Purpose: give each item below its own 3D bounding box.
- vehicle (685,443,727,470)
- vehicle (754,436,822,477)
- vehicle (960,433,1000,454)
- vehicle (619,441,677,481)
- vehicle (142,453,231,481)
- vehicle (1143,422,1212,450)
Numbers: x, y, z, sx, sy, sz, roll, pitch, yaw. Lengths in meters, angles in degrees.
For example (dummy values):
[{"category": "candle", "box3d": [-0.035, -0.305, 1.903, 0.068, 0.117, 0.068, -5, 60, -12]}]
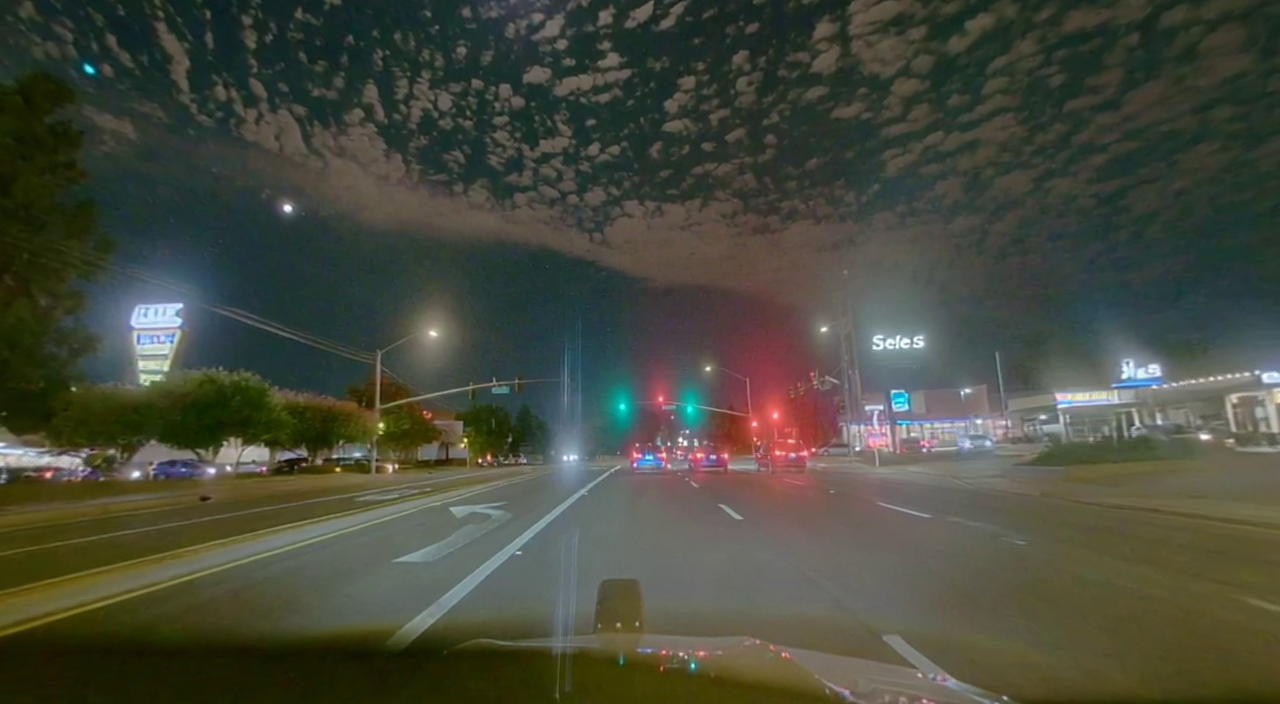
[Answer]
[{"category": "vehicle", "box3d": [3.769, 6.053, 36.890, 1.889, 1.473, 4.643, 0, -9, -1]}, {"category": "vehicle", "box3d": [6.652, 4.746, 28.928, 2.009, 1.700, 4.275, 0, -9, -1]}, {"category": "vehicle", "box3d": [26.125, 7.013, 48.425, 2.222, 1.538, 4.817, -6, -10, 32]}, {"category": "vehicle", "box3d": [0.295, 4.356, 25.511, 2.135, 1.468, 4.076, 0, -8, 0]}, {"category": "vehicle", "box3d": [-31.129, 7.879, 43.457, 4.471, 1.829, 2.071, 0, -9, -2]}, {"category": "vehicle", "box3d": [29.470, 4.673, 34.772, 1.951, 1.443, 4.614, -5, -10, 29]}]
